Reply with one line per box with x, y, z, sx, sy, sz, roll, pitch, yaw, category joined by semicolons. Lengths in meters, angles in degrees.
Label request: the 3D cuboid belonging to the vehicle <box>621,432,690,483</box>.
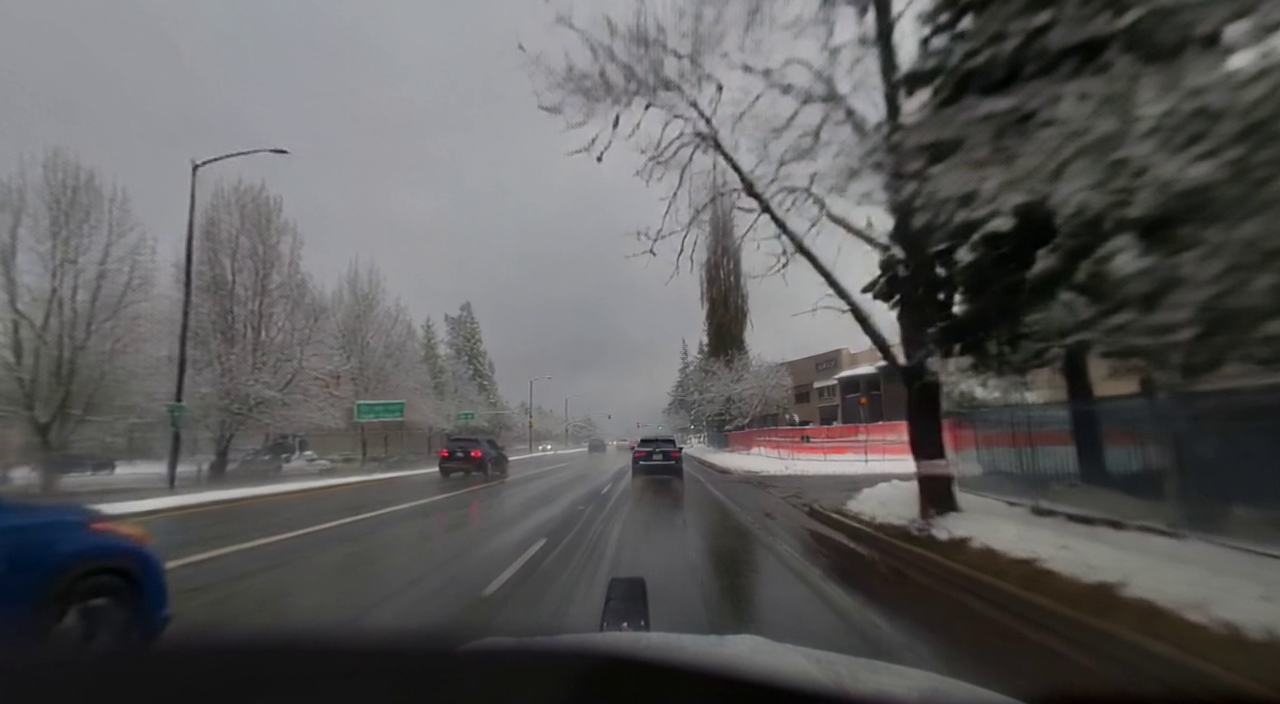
0.538;3.752;22.673;2.227;1.654;4.091;0;-8;1;vehicle

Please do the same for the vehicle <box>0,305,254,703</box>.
-3.564;0.590;1.392;2.157;1.824;4.986;0;-8;1;vehicle

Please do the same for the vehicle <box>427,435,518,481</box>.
-5.882;3.782;22.686;1.877;1.479;4.430;-1;-9;3;vehicle
